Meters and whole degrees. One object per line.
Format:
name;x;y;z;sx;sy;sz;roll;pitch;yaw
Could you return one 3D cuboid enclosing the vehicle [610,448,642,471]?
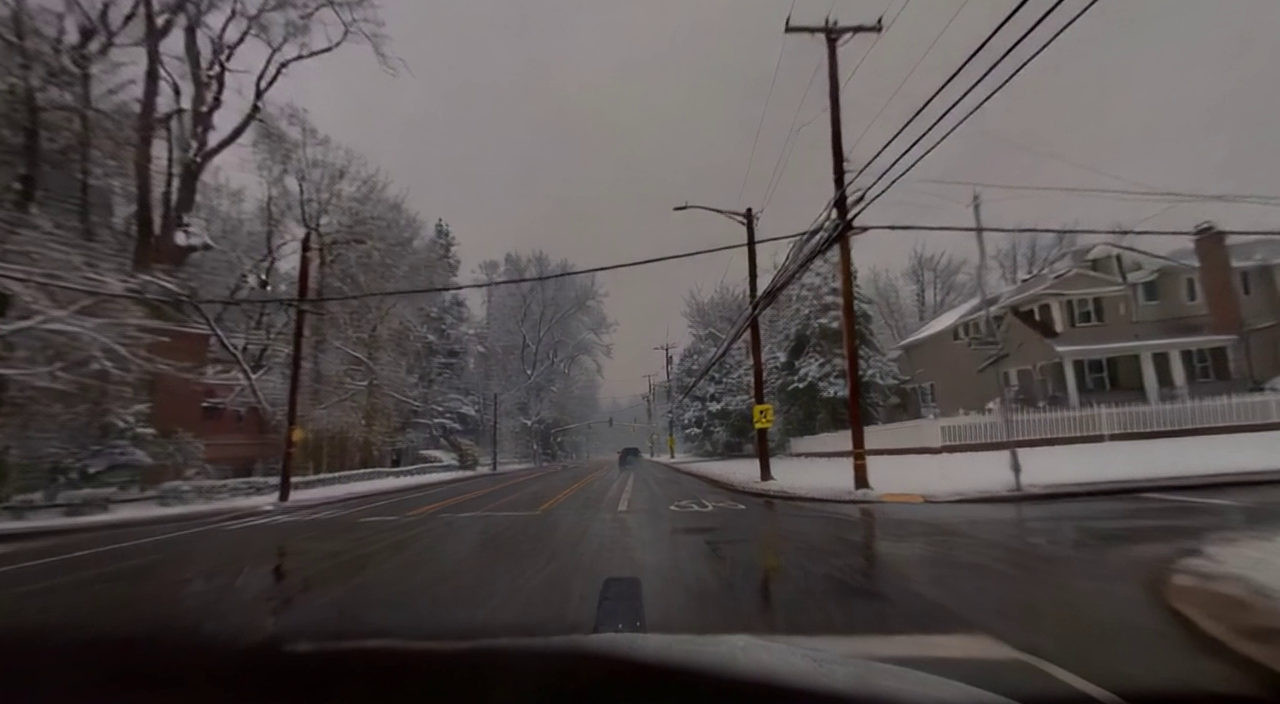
vehicle;-1.017;7.500;44.230;2.104;1.500;3.815;0;-9;-2
